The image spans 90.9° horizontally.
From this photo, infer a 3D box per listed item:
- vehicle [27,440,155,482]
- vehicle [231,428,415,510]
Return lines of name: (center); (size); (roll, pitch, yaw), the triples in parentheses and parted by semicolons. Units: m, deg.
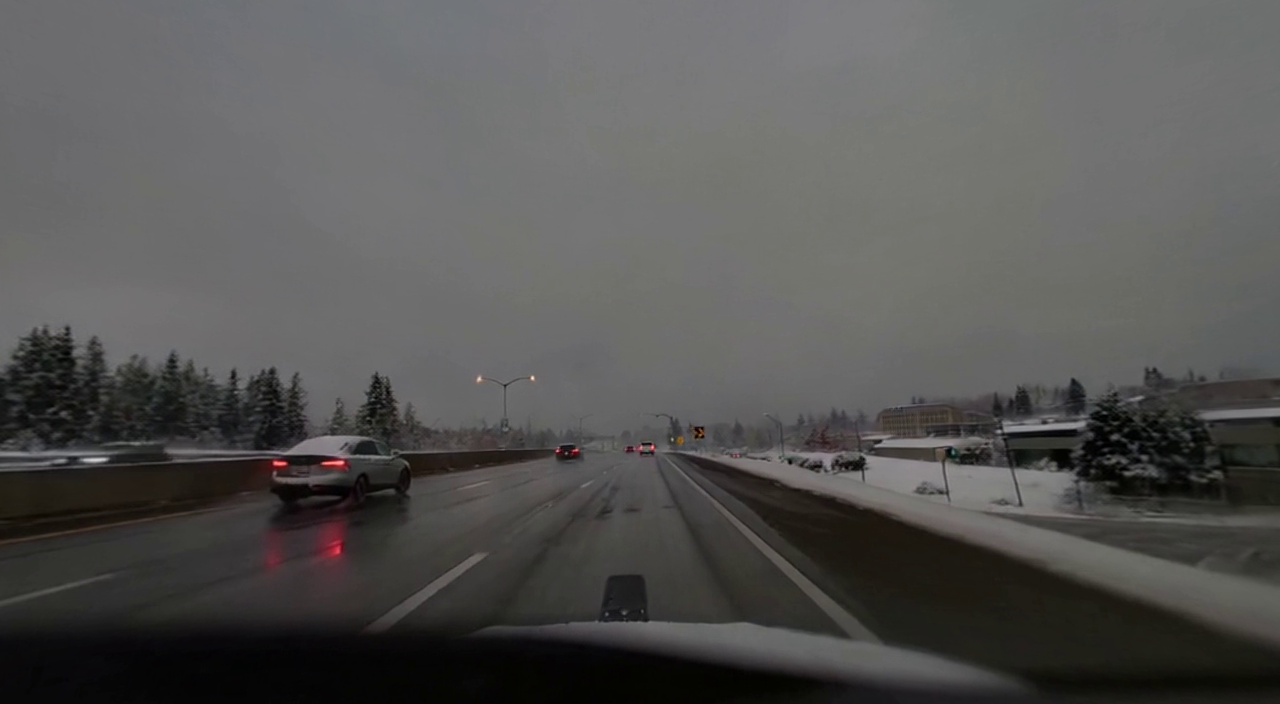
vehicle: (-28.485, 5.650, 33.029); (2.080, 1.998, 5.075); (0, -8, 0)
vehicle: (-7.322, 2.744, 15.243); (2.088, 1.678, 4.426); (0, -8, 1)
